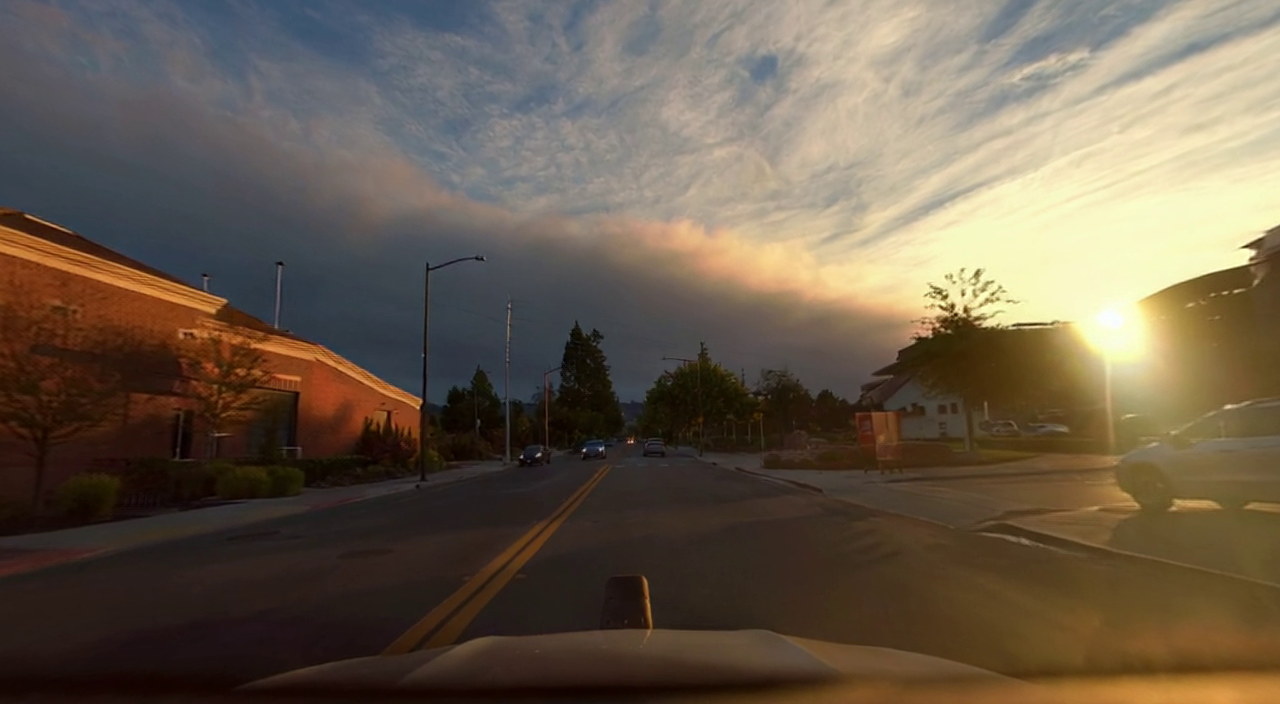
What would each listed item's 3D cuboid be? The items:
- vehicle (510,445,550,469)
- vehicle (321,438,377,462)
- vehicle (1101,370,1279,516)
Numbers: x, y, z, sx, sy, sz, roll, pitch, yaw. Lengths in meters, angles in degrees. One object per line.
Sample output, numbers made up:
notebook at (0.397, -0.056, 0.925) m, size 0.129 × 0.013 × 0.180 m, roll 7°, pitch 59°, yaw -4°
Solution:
vehicle at (-7.230, 6.946, 41.960) m, size 1.930 × 1.463 × 4.195 m, roll -1°, pitch -8°, yaw 0°
vehicle at (-21.362, 7.206, 46.488) m, size 1.906 × 1.596 × 4.599 m, roll -1°, pitch -8°, yaw 1°
vehicle at (9.174, 1.253, 8.667) m, size 2.018 × 1.840 × 4.662 m, roll 0°, pitch -9°, yaw -1°
